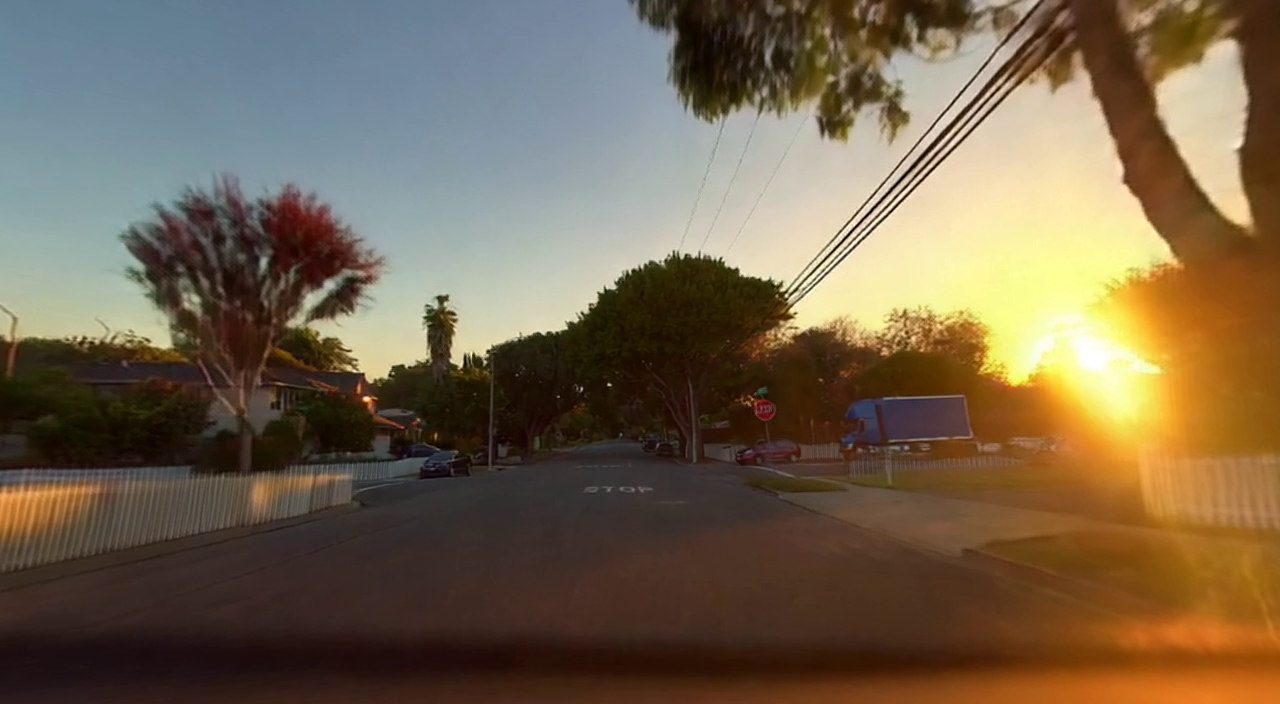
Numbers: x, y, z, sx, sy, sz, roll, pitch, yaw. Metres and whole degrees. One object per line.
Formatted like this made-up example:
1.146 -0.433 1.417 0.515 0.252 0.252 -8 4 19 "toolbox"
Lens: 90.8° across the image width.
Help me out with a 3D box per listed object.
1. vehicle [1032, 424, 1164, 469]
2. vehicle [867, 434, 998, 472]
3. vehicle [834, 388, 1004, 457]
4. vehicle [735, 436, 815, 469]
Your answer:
19.231 3.981 26.668 3.982 1.661 2.106 2 -8 -4 "vehicle"
12.179 4.233 26.503 4.488 1.507 1.954 0 -8 -4 "vehicle"
15.012 3.885 34.495 7.759 3.523 2.930 -1 -9 0 "vehicle"
7.320 5.491 34.621 3.867 1.710 2.107 0 -8 -1 "vehicle"
